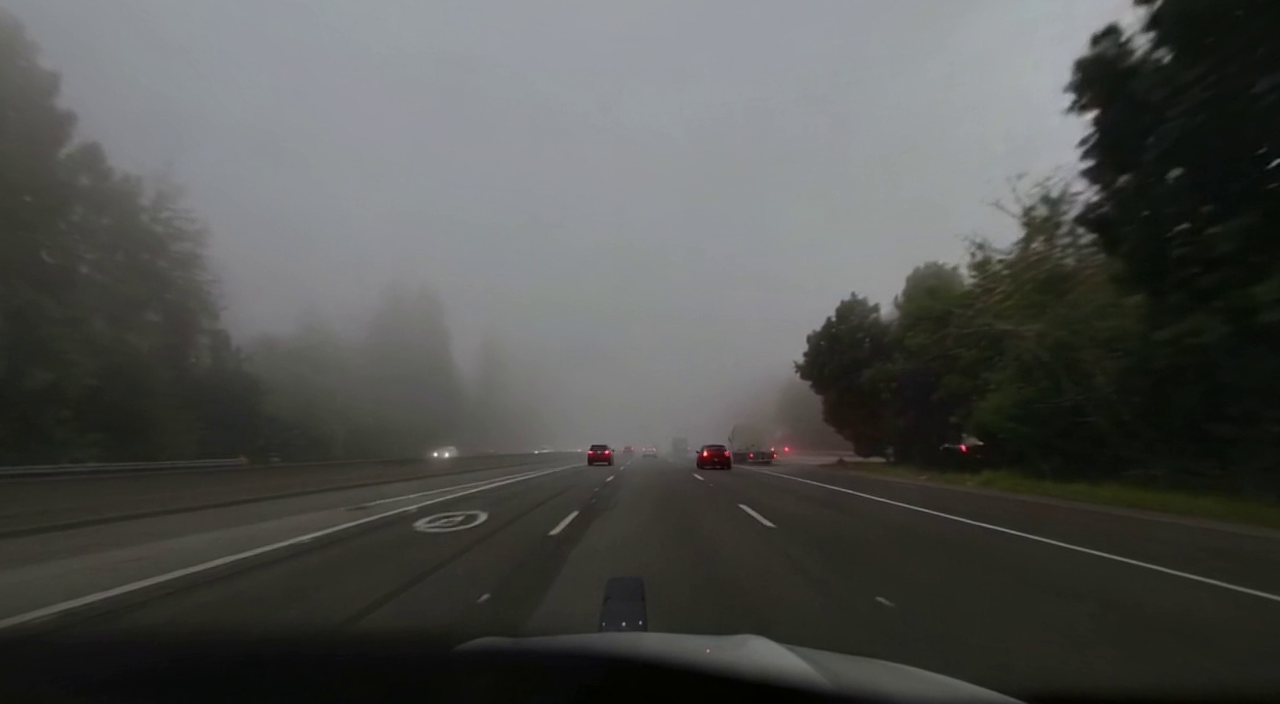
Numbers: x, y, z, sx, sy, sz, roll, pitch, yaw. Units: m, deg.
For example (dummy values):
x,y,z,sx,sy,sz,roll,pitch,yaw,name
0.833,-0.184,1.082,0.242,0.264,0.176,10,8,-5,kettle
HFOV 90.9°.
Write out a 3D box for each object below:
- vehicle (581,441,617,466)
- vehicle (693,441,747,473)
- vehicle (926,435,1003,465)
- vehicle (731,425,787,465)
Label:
x,y,z,sx,sy,sz,roll,pitch,yaw,name
-2.682,6.730,42.059,2.060,1.587,4.093,0,-9,1,vehicle
3.966,5.300,32.137,2.080,1.493,4.674,0,-8,-1,vehicle
23.297,7.039,45.554,2.221,1.995,5.803,0,-9,-3,vehicle
8.170,6.496,43.938,2.729,2.628,4.875,0,-9,-2,vehicle
